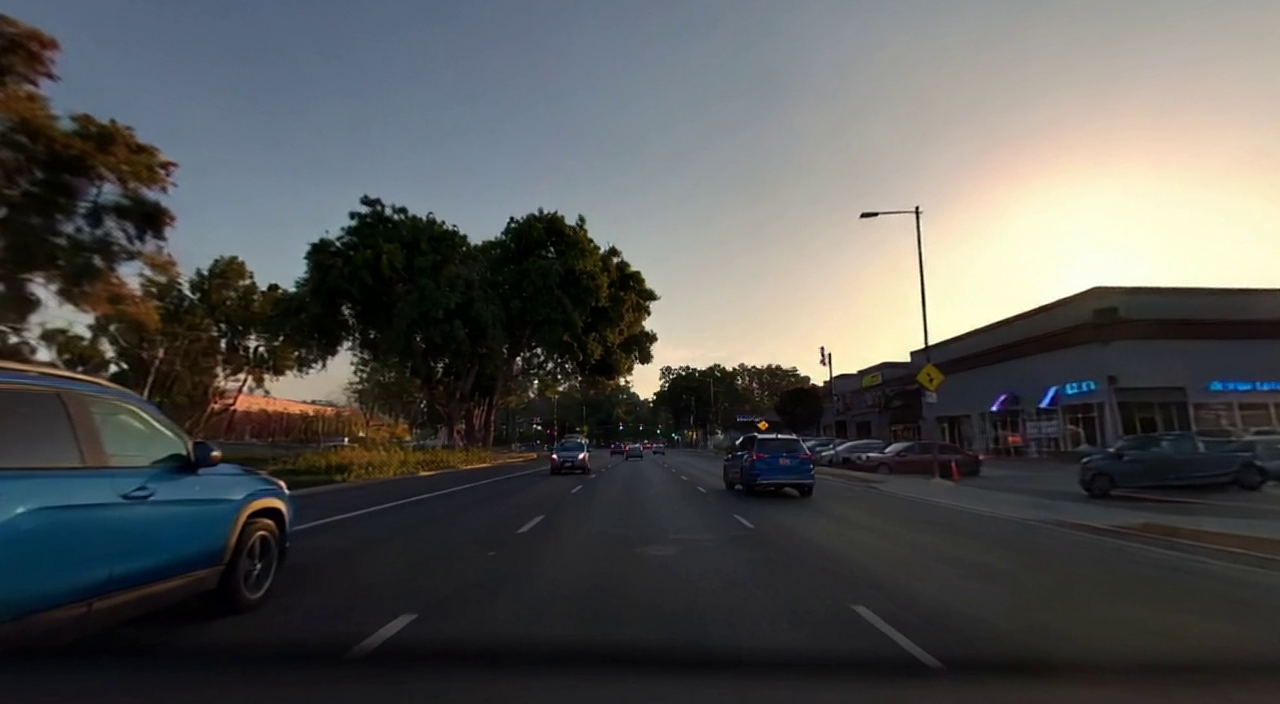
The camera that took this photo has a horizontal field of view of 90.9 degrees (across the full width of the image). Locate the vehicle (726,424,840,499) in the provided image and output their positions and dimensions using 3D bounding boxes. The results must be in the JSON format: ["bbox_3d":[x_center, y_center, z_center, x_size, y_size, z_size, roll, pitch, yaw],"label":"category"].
[{"bbox_3d":[3.697,2.932,17.214,2.024,1.773,4.431,0,-8,0],"label":"vehicle"}]

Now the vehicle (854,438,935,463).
[{"bbox_3d":[17.465,6.770,43.415,4.706,1.660,2.077,0,-8,0],"label":"vehicle"}]

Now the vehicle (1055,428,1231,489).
[{"bbox_3d":[15.513,3.300,19.861,1.897,1.662,4.504,0,-8,2],"label":"vehicle"}]

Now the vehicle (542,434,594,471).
[{"bbox_3d":[-3.698,5.252,33.107,2.112,1.775,4.404,0,-8,1],"label":"vehicle"}]

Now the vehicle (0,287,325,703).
[{"bbox_3d":[-3.874,0.724,2.968,2.210,1.925,4.838,0,-8,1],"label":"vehicle"}]
